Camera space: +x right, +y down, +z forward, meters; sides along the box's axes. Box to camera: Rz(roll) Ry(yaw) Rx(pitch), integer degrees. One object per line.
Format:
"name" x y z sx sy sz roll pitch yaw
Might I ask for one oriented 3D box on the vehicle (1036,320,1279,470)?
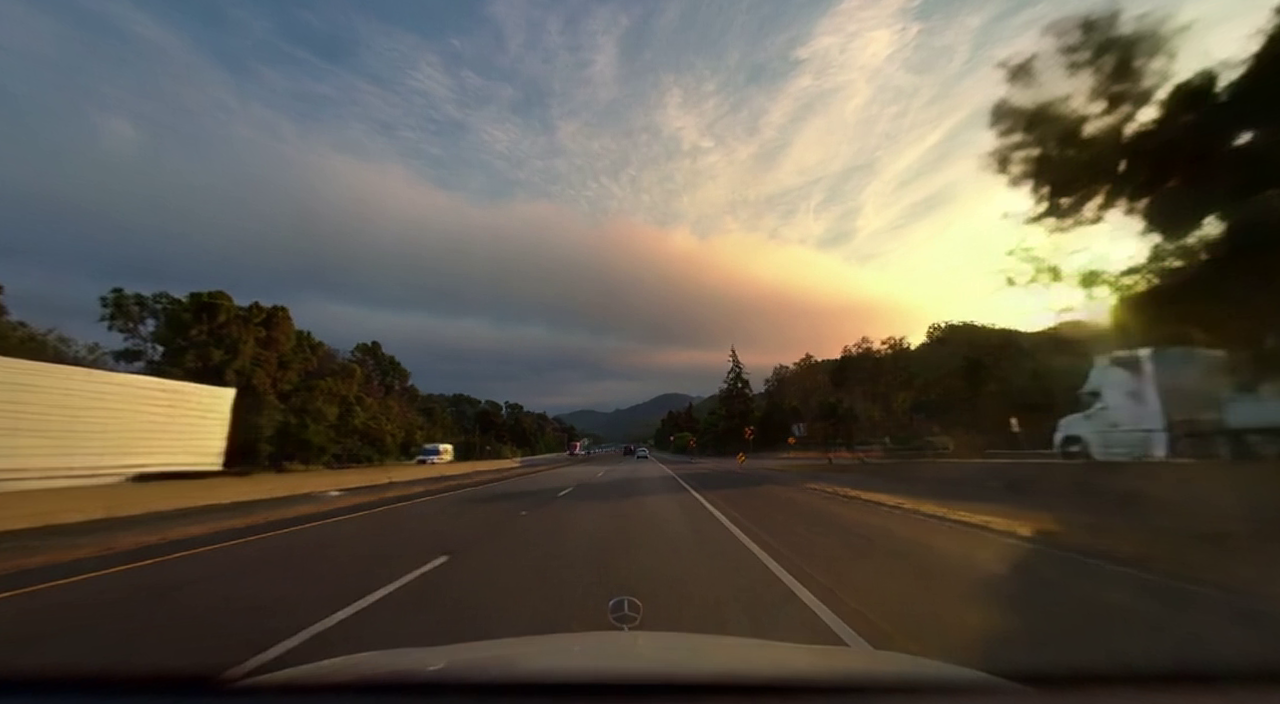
"vehicle" 18.209 1.705 20.304 3.038 3.945 10.598 1 -9 -6
